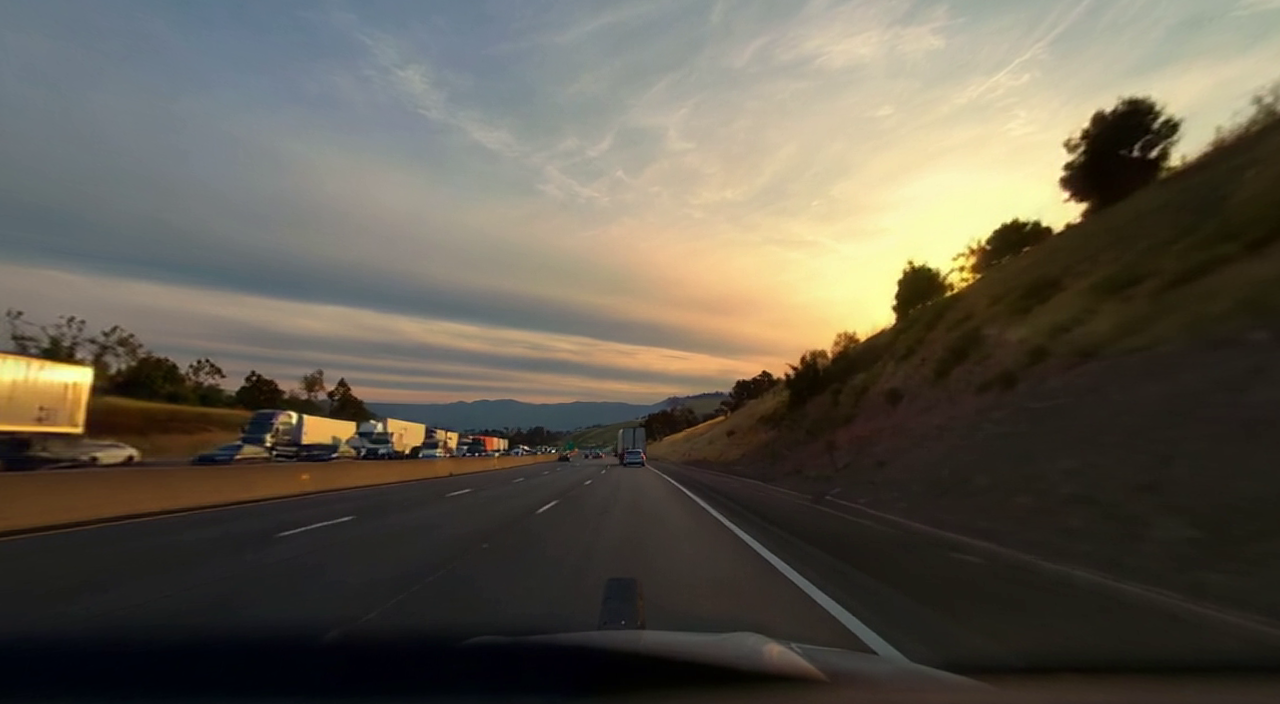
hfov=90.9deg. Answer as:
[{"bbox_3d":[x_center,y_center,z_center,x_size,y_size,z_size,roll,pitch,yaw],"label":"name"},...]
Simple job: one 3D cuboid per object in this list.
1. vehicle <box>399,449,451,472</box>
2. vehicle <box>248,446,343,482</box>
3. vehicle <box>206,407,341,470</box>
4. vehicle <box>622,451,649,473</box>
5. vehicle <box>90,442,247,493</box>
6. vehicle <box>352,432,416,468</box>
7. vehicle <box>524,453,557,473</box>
[{"bbox_3d":[-14.832,7.483,43.716,1.935,1.486,4.694,0,-9,0],"label":"vehicle"},{"bbox_3d":[-14.853,4.825,27.458,1.837,1.427,4.020,0,-9,0],"label":"vehicle"},{"bbox_3d":[-23.977,5.872,42.184,2.893,3.701,10.393,0,-9,-1],"label":"vehicle"},{"bbox_3d":[-0.330,8.493,48.851,2.009,1.657,3.962,0,-9,-1],"label":"vehicle"},{"bbox_3d":[-14.723,3.611,20.023,1.851,1.438,4.071,0,-9,0],"label":"vehicle"},{"bbox_3d":[-19.536,7.567,48.541,2.379,2.537,6.065,0,-9,0],"label":"vehicle"},{"bbox_3d":[-7.656,8.566,48.956,1.895,1.446,4.456,0,-9,0],"label":"vehicle"}]
